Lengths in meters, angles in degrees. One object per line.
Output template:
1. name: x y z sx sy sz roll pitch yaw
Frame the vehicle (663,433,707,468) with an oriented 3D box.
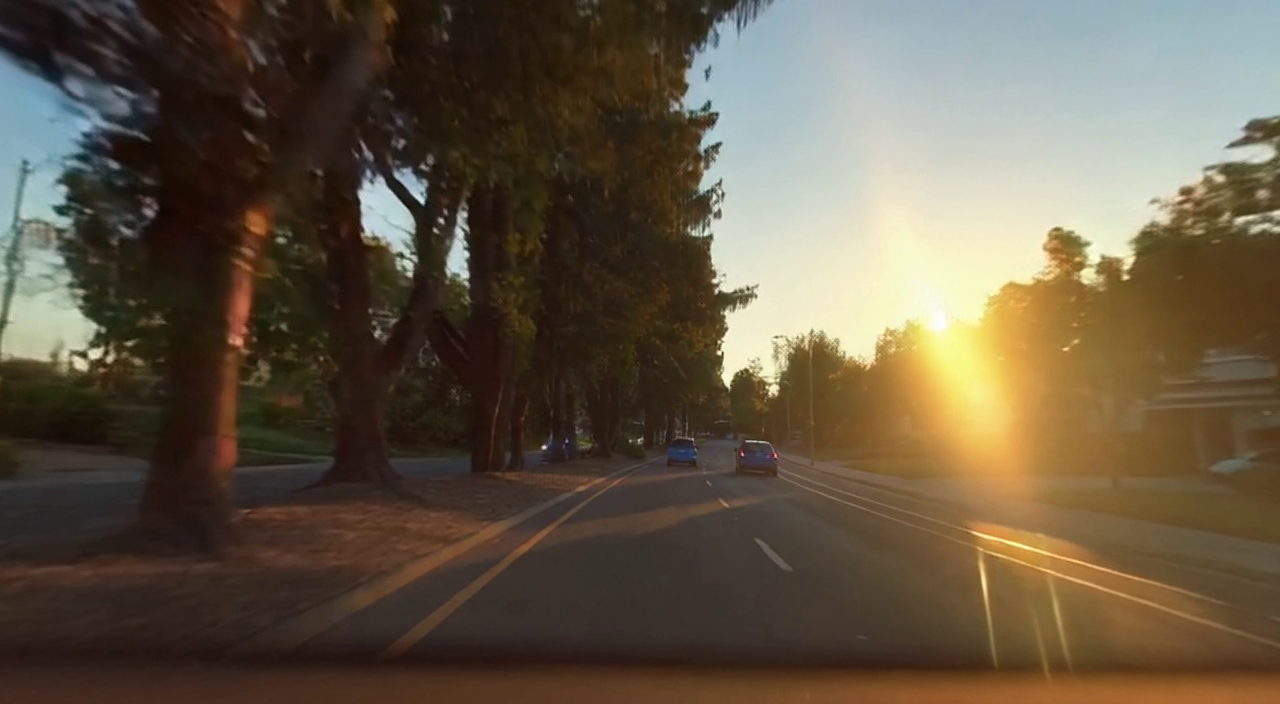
1. vehicle: 2.602 5.530 35.390 2.251 1.822 4.391 -1 -9 7

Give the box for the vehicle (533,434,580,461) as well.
1. vehicle: -5.540 6.423 42.217 1.981 1.652 4.609 -1 -9 7

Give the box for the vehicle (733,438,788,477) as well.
1. vehicle: 5.481 4.839 29.059 1.971 1.663 4.287 -1 -9 5
